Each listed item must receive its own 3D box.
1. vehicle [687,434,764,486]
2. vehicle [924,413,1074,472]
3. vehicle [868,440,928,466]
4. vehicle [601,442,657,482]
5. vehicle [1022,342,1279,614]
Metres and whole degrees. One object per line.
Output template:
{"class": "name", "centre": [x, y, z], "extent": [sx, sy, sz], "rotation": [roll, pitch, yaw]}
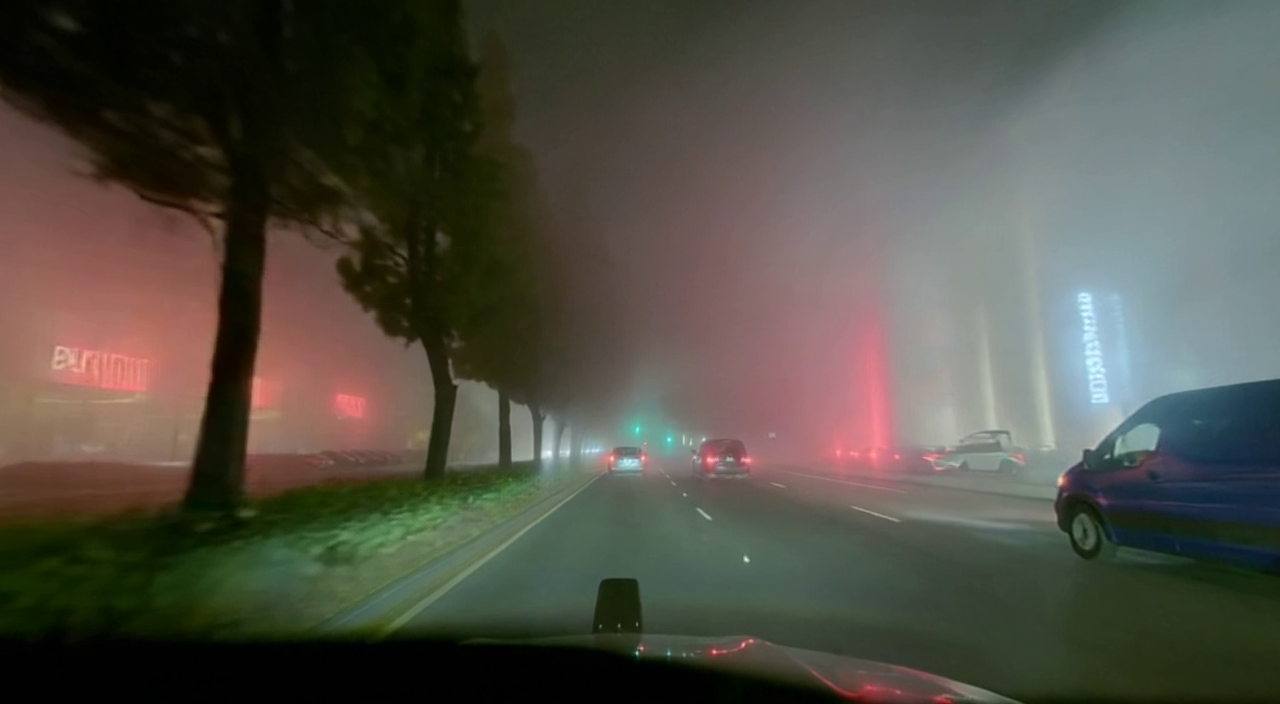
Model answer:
{"class": "vehicle", "centre": [3.013, 3.910, 23.235], "extent": [2.047, 1.711, 4.265], "rotation": [0, -8, -2]}
{"class": "vehicle", "centre": [17.667, 4.489, 31.362], "extent": [5.907, 2.777, 2.431], "rotation": [0, -8, -2]}
{"class": "vehicle", "centre": [17.106, 6.727, 42.099], "extent": [2.065, 1.603, 4.264], "rotation": [0, -8, -2]}
{"class": "vehicle", "centre": [-0.434, 4.407, 25.664], "extent": [2.095, 1.456, 3.873], "rotation": [0, -8, -1]}
{"class": "vehicle", "centre": [6.346, 1.056, 5.419], "extent": [2.573, 2.127, 5.568], "rotation": [0, -8, -1]}
